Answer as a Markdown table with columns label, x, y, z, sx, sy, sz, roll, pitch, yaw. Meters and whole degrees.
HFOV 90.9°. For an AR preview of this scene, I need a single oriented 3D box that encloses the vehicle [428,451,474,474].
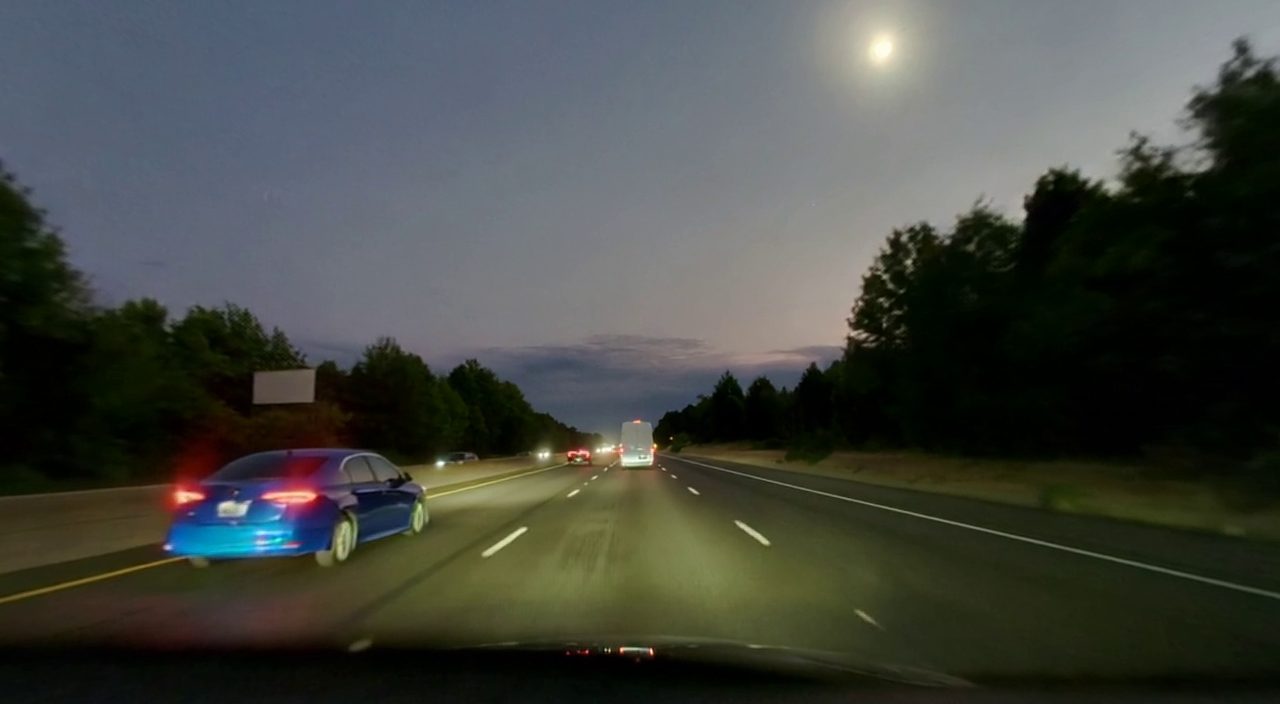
| label | x | y | z | sx | sy | sz | roll | pitch | yaw |
| --- | --- | --- | --- | --- | --- | --- | --- | --- | --- |
| vehicle | -13.744 | 8.049 | 46.055 | 2.001 | 1.574 | 4.157 | 0 | -9 | 0 |

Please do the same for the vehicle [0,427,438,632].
| label | x | y | z | sx | sy | sz | roll | pitch | yaw |
| --- | --- | --- | --- | --- | --- | --- | --- | --- | --- |
| vehicle | -3.955 | 1.667 | 7.001 | 1.916 | 1.506 | 4.476 | 0 | -9 | 0 |

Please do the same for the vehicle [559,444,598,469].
| label | x | y | z | sx | sy | sz | roll | pitch | yaw |
| --- | --- | --- | --- | --- | --- | --- | --- | --- | --- |
| vehicle | -4.291 | 7.403 | 44.853 | 2.311 | 1.655 | 4.382 | 0 | -9 | 0 |
